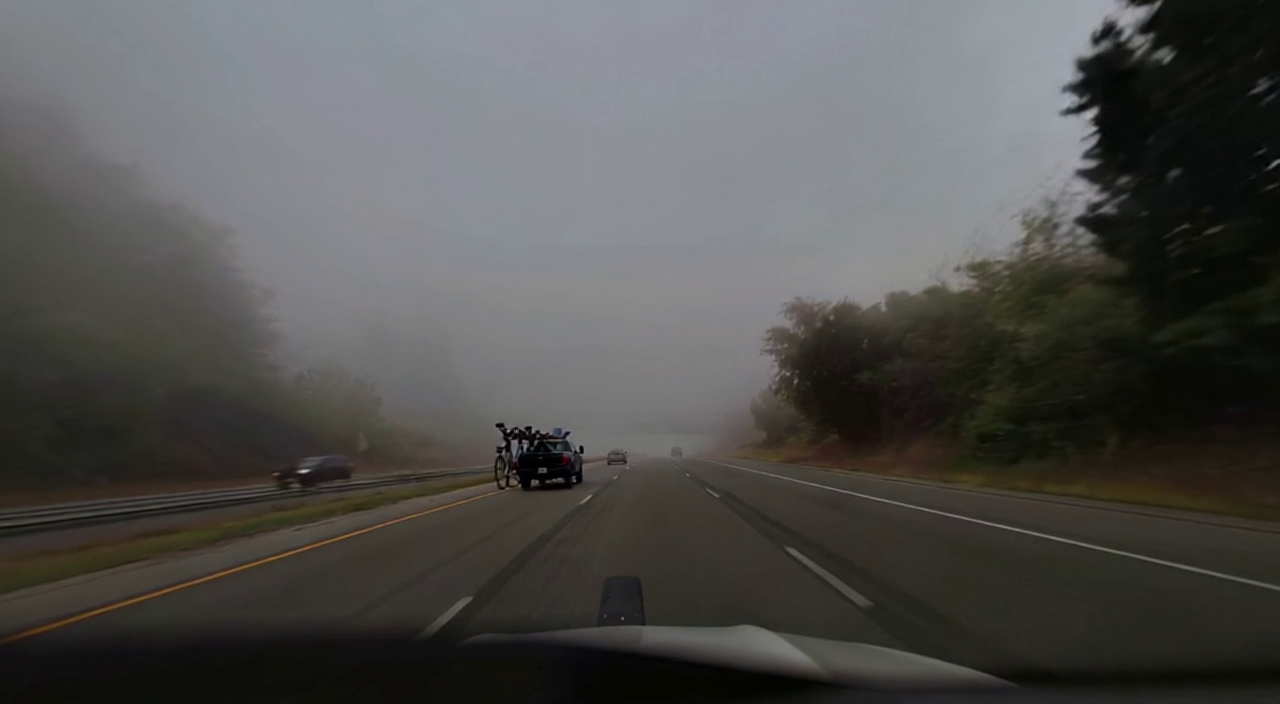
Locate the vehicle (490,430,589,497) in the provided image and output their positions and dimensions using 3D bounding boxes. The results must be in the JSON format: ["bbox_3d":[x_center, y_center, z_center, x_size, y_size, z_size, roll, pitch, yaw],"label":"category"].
[{"bbox_3d":[-3.207,3.743,21.495,2.369,1.948,5.343,0,-9,1],"label":"vehicle"}]

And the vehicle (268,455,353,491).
[{"bbox_3d":[-16.353,5.991,31.511,1.867,1.572,4.281,0,-9,1],"label":"vehicle"}]
